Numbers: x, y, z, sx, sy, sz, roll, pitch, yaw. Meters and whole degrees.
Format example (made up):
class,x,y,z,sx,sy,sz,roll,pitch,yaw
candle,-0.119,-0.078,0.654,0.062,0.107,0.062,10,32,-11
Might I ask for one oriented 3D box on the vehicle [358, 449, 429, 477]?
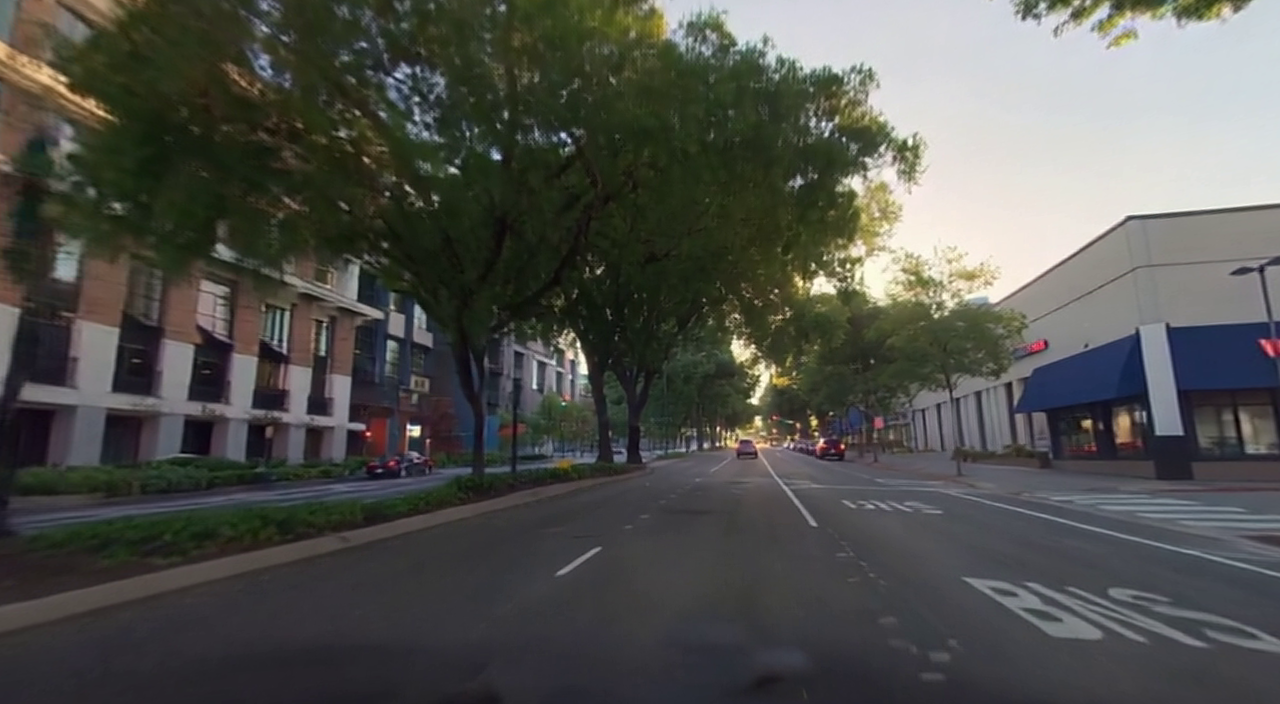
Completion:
class,x,y,z,sx,sy,sz,roll,pitch,yaw
vehicle,-14.548,6.566,37.582,1.840,1.440,4.442,-4,-9,11
